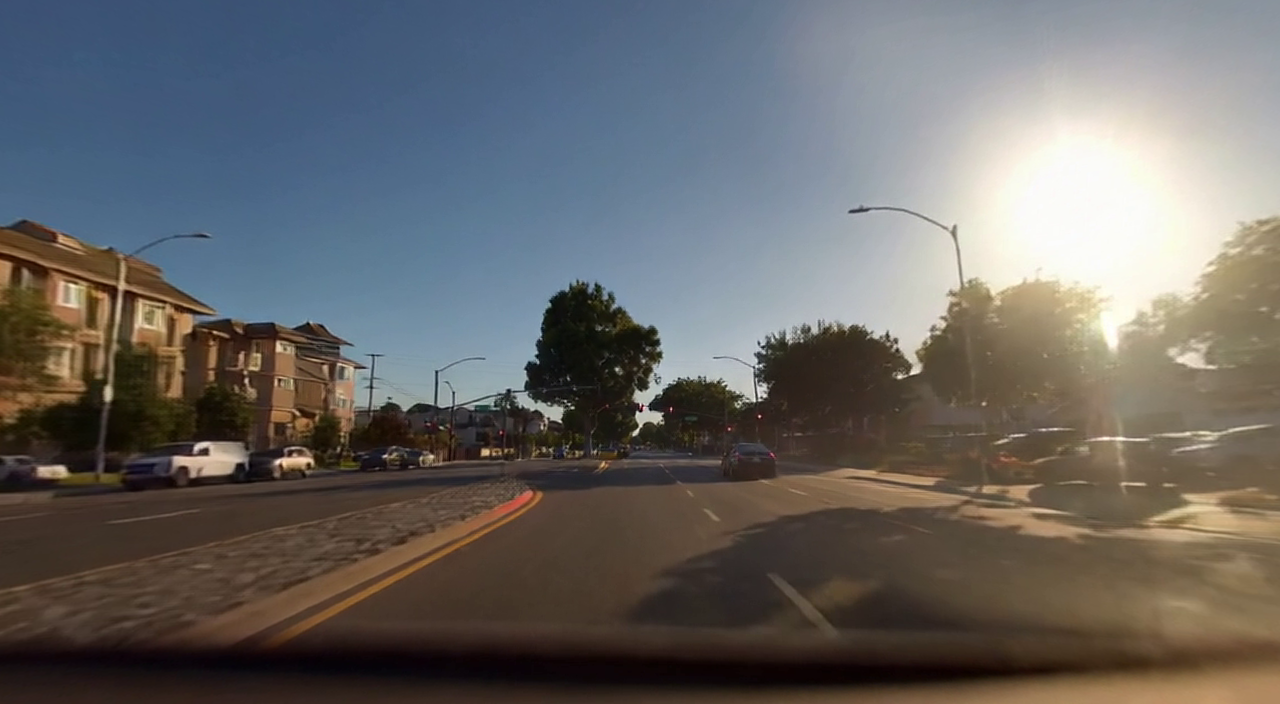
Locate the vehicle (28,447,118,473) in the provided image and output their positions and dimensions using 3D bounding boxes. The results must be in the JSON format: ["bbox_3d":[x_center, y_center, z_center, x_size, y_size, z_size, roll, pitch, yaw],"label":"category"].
[{"bbox_3d":[-37.119,7.052,41.371,1.906,1.618,4.188,0,-9,2],"label":"vehicle"}]

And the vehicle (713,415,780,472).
[{"bbox_3d":[6.552,5.823,40.006,2.802,3.208,7.459,1,-9,-1],"label":"vehicle"}]

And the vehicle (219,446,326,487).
[{"bbox_3d":[-15.228,4.741,26.378,1.917,1.577,3.995,0,-9,3],"label":"vehicle"}]

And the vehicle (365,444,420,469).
[{"bbox_3d":[-18.263,7.720,46.713,2.097,1.733,4.527,0,-9,1],"label":"vehicle"}]

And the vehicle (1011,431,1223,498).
[{"bbox_3d":[12.739,3.036,17.355,2.079,1.541,4.801,0,-9,0],"label":"vehicle"}]

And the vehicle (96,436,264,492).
[{"bbox_3d":[-18.550,4.515,25.950,2.390,1.995,5.895,0,-8,1],"label":"vehicle"}]
